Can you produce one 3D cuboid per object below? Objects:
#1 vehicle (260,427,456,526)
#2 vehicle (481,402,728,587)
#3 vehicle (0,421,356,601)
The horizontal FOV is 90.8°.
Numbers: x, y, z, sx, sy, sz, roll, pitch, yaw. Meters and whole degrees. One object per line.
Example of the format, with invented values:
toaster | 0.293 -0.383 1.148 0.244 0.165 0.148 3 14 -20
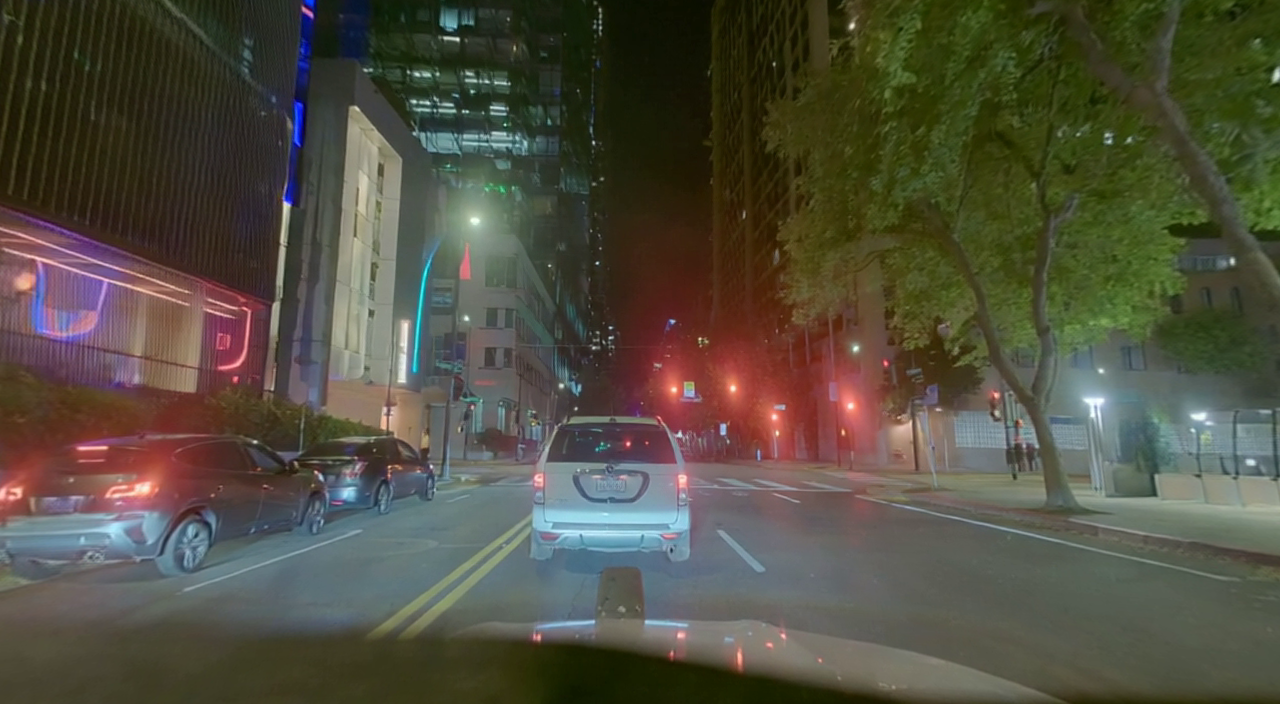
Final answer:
vehicle | -5.869 2.636 14.020 2.077 1.791 4.751 0 -9 1
vehicle | -0.306 1.604 7.847 2.258 1.687 3.934 0 -9 1
vehicle | -5.741 1.854 8.332 1.904 1.684 4.529 0 -9 -1
